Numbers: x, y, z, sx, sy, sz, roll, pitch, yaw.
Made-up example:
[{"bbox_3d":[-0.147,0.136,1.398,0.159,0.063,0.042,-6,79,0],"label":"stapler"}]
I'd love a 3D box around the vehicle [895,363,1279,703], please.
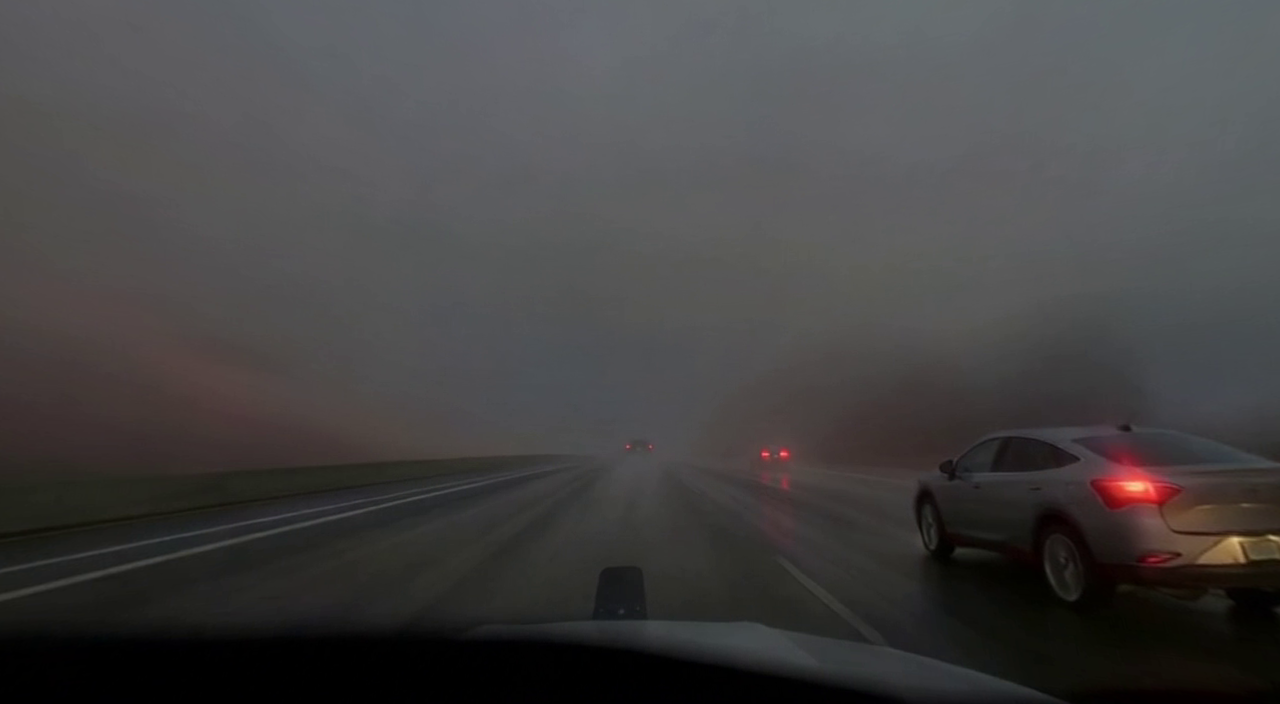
[{"bbox_3d":[4.024,1.158,4.867,2.008,1.595,5.082,0,-9,1],"label":"vehicle"}]

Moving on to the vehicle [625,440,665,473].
[{"bbox_3d":[0.256,5.682,34.410,2.015,1.639,4.086,0,-9,0],"label":"vehicle"}]
